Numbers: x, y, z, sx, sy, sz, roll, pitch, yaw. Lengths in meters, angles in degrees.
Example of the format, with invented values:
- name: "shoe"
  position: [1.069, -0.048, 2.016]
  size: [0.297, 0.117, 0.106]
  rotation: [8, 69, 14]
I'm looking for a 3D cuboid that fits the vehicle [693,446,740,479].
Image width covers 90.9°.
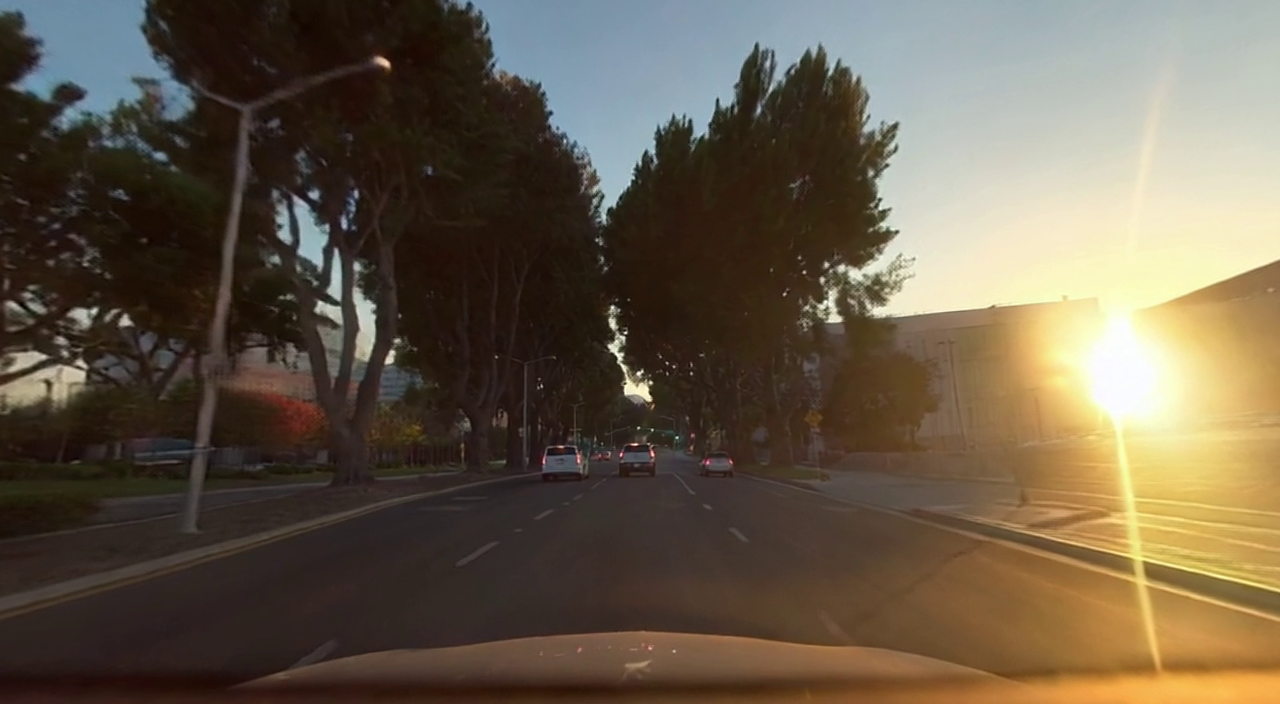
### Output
- name: "vehicle"
  position: [3.810, 5.558, 31.980]
  size: [1.847, 1.554, 4.052]
  rotation: [0, -8, -1]

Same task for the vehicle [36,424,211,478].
- name: "vehicle"
  position: [-32.152, 6.310, 40.038]
  size: [2.768, 3.022, 9.215]
  rotation: [-1, -10, 5]

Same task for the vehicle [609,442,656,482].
- name: "vehicle"
  position: [-0.297, 5.015, 29.082]
  size: [2.022, 1.700, 4.084]
  rotation: [0, -8, 1]

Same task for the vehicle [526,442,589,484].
- name: "vehicle"
  position: [-3.541, 4.825, 27.775]
  size: [2.047, 1.710, 4.314]
  rotation: [0, -8, 2]
